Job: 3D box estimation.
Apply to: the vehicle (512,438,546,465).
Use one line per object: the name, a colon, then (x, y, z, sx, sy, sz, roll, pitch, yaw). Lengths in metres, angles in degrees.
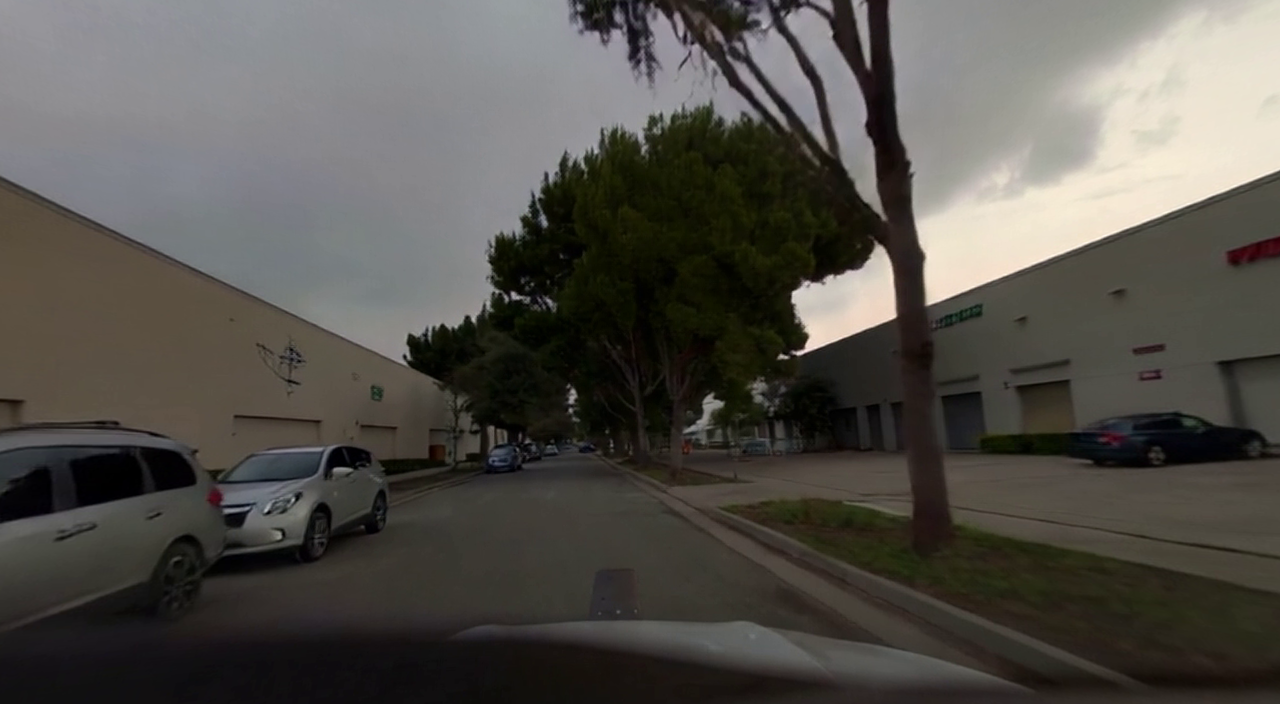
vehicle: (-8.650, 7.792, 49.293, 2.161, 1.843, 5.181, -3, -9, -6)

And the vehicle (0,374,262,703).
vehicle: (-4.056, 1.074, 3.289, 1.902, 1.712, 4.729, -2, -9, -9)

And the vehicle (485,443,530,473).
vehicle: (-7.749, 6.248, 37.285, 2.040, 1.501, 4.440, -3, -9, -6)
